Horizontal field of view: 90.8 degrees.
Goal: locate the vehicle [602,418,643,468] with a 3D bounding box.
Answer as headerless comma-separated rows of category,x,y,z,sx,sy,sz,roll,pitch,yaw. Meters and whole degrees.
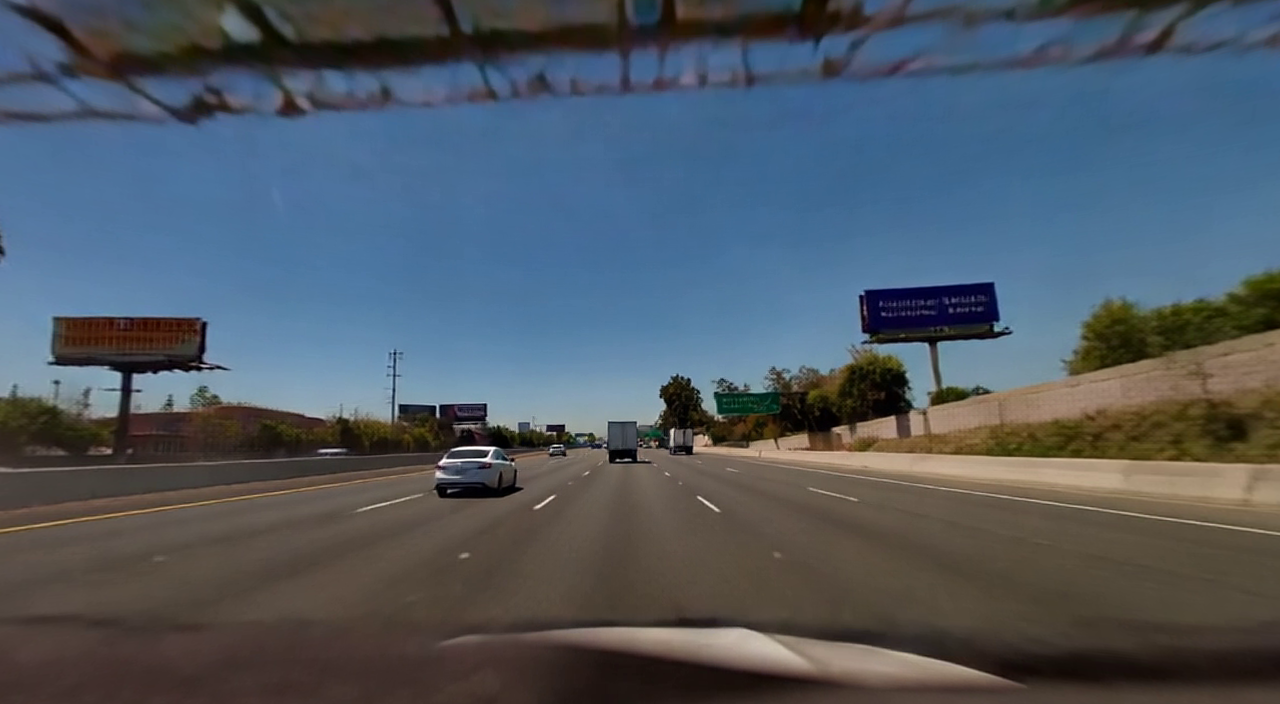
vehicle,-1.122,5.807,40.286,2.364,2.953,6.495,0,-8,-2

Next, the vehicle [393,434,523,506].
vehicle,-4.545,3.012,16.667,2.021,1.598,4.887,0,-8,-1
